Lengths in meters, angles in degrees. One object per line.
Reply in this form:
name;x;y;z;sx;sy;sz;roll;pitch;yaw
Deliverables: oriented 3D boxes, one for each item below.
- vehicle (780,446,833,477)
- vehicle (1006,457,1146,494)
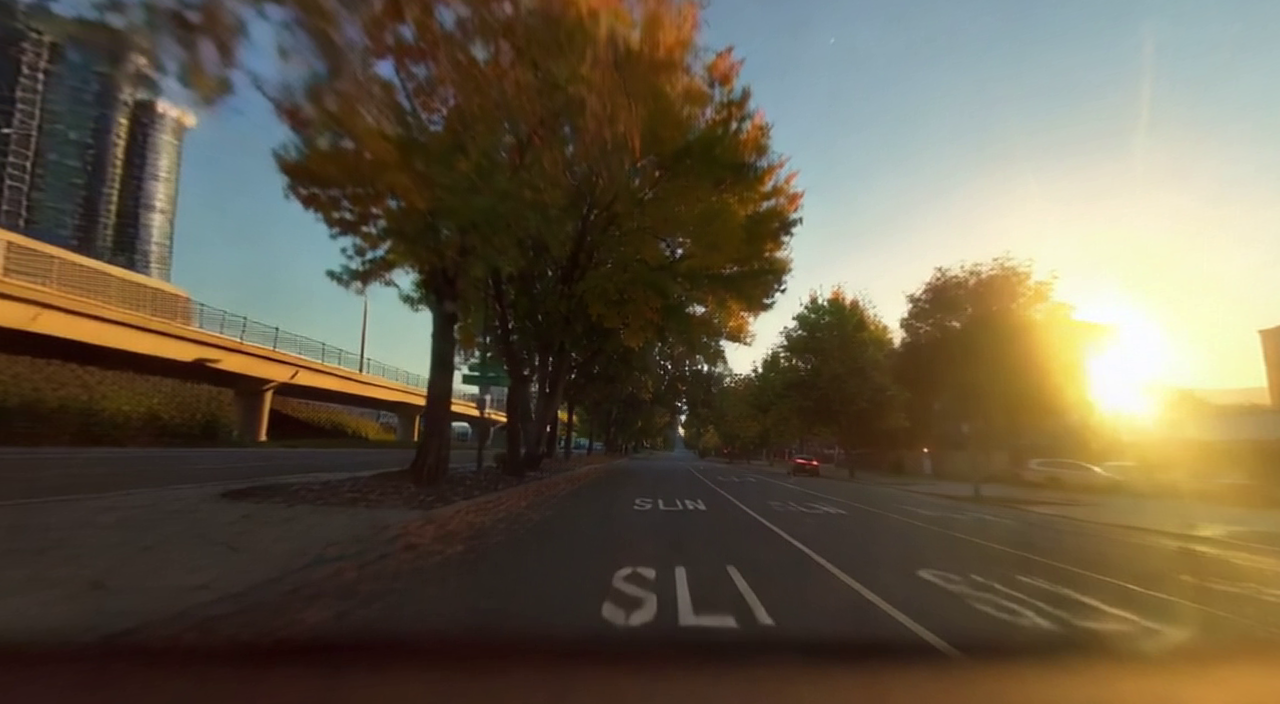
vehicle;10.854;7.147;41.320;2.187;1.871;4.576;0;-8;0
vehicle;19.881;5.632;28.924;4.635;1.552;2.334;0;-9;2
